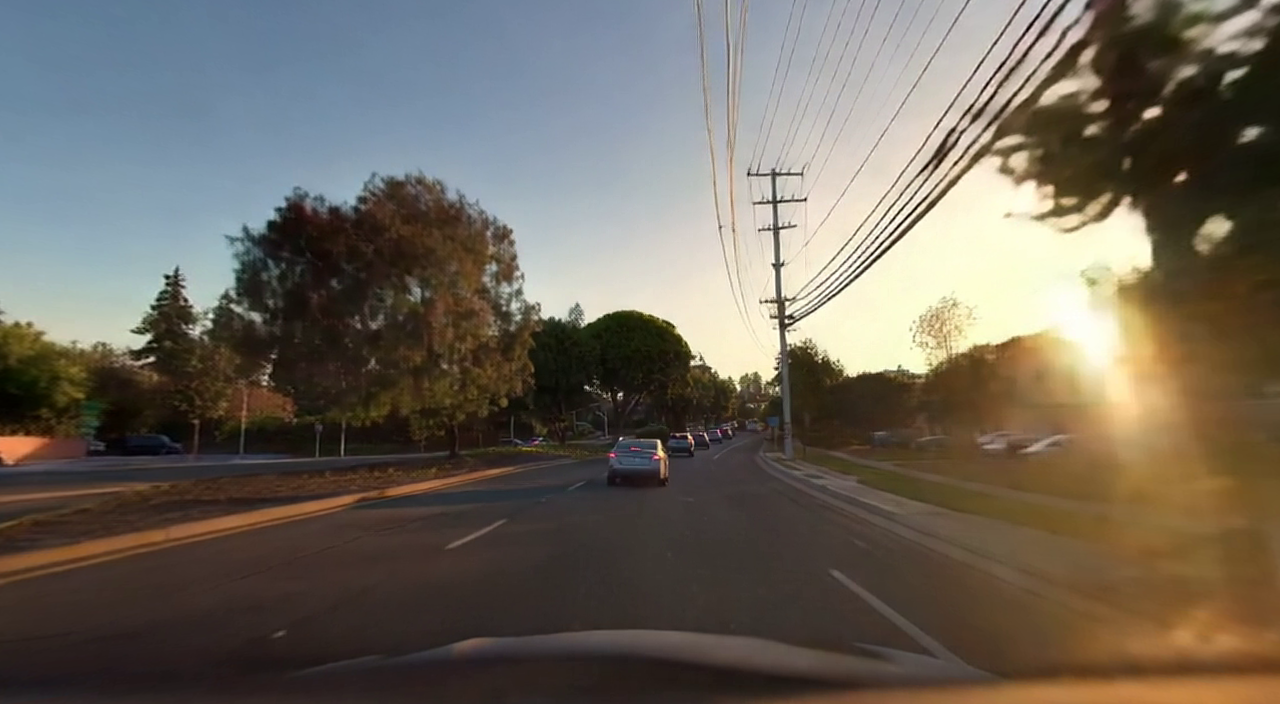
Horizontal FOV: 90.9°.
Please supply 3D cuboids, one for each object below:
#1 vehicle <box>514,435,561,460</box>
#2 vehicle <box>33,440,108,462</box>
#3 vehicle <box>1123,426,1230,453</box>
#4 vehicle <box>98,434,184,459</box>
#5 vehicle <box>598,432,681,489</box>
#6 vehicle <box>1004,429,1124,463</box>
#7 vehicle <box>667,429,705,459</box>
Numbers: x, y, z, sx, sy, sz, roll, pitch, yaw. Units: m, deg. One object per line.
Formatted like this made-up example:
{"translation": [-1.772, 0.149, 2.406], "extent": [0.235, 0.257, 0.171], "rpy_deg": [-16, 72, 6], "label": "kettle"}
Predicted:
{"translation": [-6.456, 6.084, 40.284], "extent": [1.983, 1.485, 4.159], "rpy_deg": [-1, -8, 5], "label": "vehicle"}
{"translation": [-42.620, 7.372, 47.278], "extent": [1.767, 1.469, 3.933], "rpy_deg": [-3, -7, 4], "label": "vehicle"}
{"translation": [33.975, 5.545, 40.029], "extent": [4.689, 1.603, 1.929], "rpy_deg": [-3, -7, 11], "label": "vehicle"}
{"translation": [-36.418, 6.910, 46.184], "extent": [1.866, 1.739, 4.941], "rpy_deg": [-1, -8, 5], "label": "vehicle"}
{"translation": [0.106, 3.172, 18.771], "extent": [2.117, 1.474, 4.036], "rpy_deg": [-1, -8, 5], "label": "vehicle"}
{"translation": [21.721, 4.825, 32.456], "extent": [4.674, 1.500, 1.889], "rpy_deg": [1, -9, 8], "label": "vehicle"}
{"translation": [3.203, 6.289, 43.030], "extent": [2.158, 1.939, 4.935], "rpy_deg": [-1, -9, 9], "label": "vehicle"}
